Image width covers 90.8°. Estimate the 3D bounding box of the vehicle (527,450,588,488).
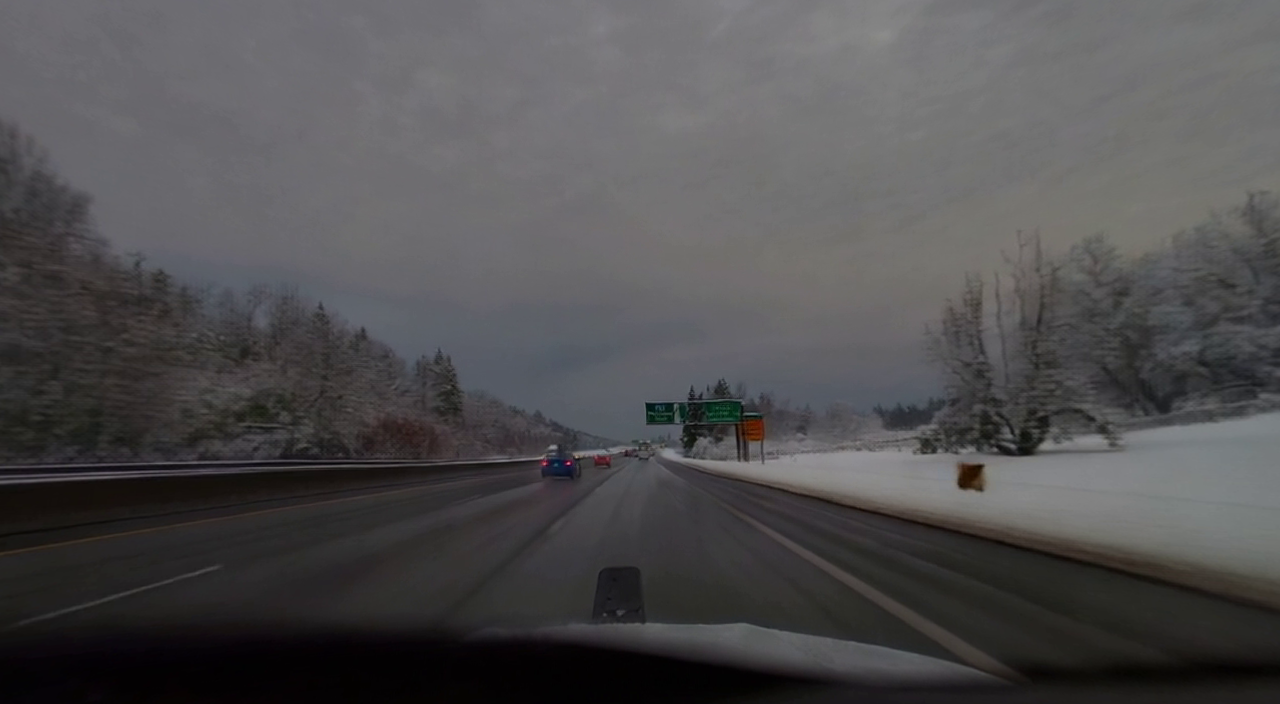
[{"bbox_3d":[-3.568,5.158,28.083,2.121,1.537,3.852,0,-9,1],"label":"vehicle"}]
